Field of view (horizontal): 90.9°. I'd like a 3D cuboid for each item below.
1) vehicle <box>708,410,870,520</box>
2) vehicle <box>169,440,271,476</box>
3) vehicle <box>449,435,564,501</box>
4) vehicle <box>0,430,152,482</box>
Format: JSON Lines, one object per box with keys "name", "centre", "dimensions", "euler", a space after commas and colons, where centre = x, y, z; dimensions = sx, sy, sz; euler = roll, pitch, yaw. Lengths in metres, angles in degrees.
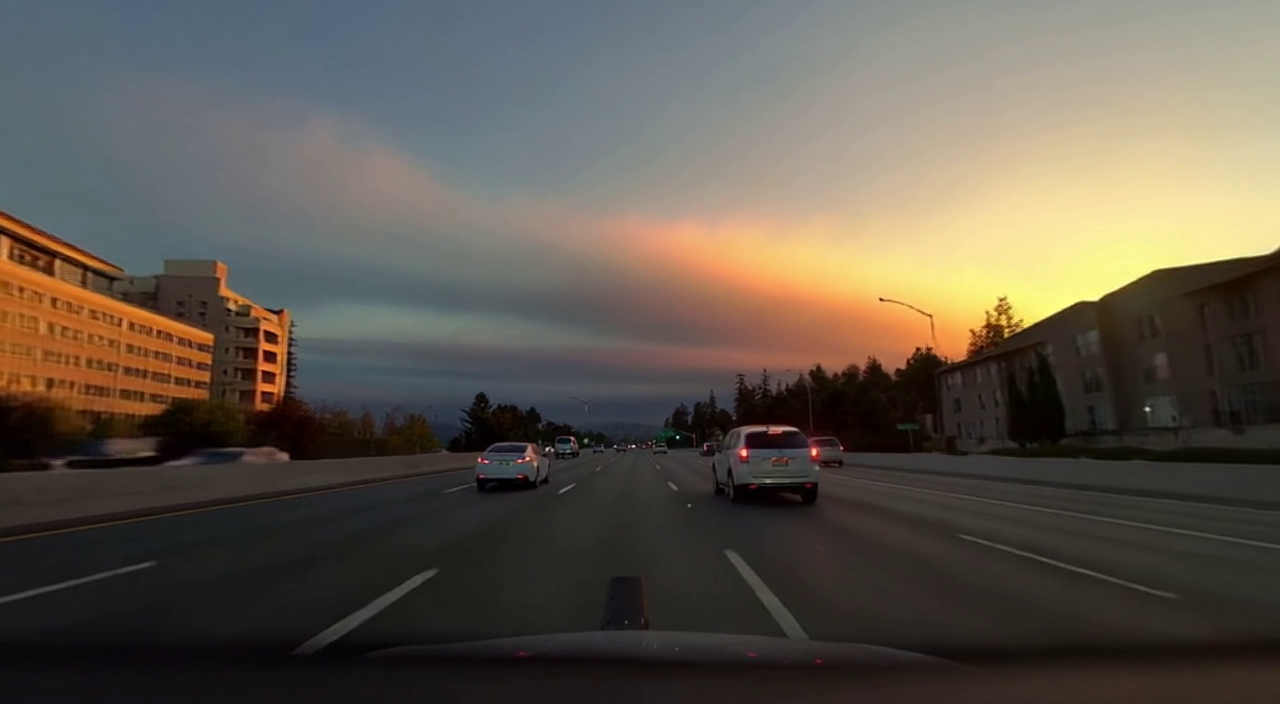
{"name": "vehicle", "centre": [2.813, 2.291, 13.272], "dimensions": [2.148, 1.852, 4.835], "euler": [0, -8, -1]}
{"name": "vehicle", "centre": [-19.725, 4.991, 29.833], "dimensions": [2.028, 1.565, 3.951], "euler": [-1, -8, 1]}
{"name": "vehicle", "centre": [-3.436, 3.087, 17.269], "dimensions": [2.080, 1.542, 4.718], "euler": [-1, -8, 1]}
{"name": "vehicle", "centre": [-26.812, 4.908, 30.152], "dimensions": [2.216, 2.221, 5.780], "euler": [0, -8, 0]}
